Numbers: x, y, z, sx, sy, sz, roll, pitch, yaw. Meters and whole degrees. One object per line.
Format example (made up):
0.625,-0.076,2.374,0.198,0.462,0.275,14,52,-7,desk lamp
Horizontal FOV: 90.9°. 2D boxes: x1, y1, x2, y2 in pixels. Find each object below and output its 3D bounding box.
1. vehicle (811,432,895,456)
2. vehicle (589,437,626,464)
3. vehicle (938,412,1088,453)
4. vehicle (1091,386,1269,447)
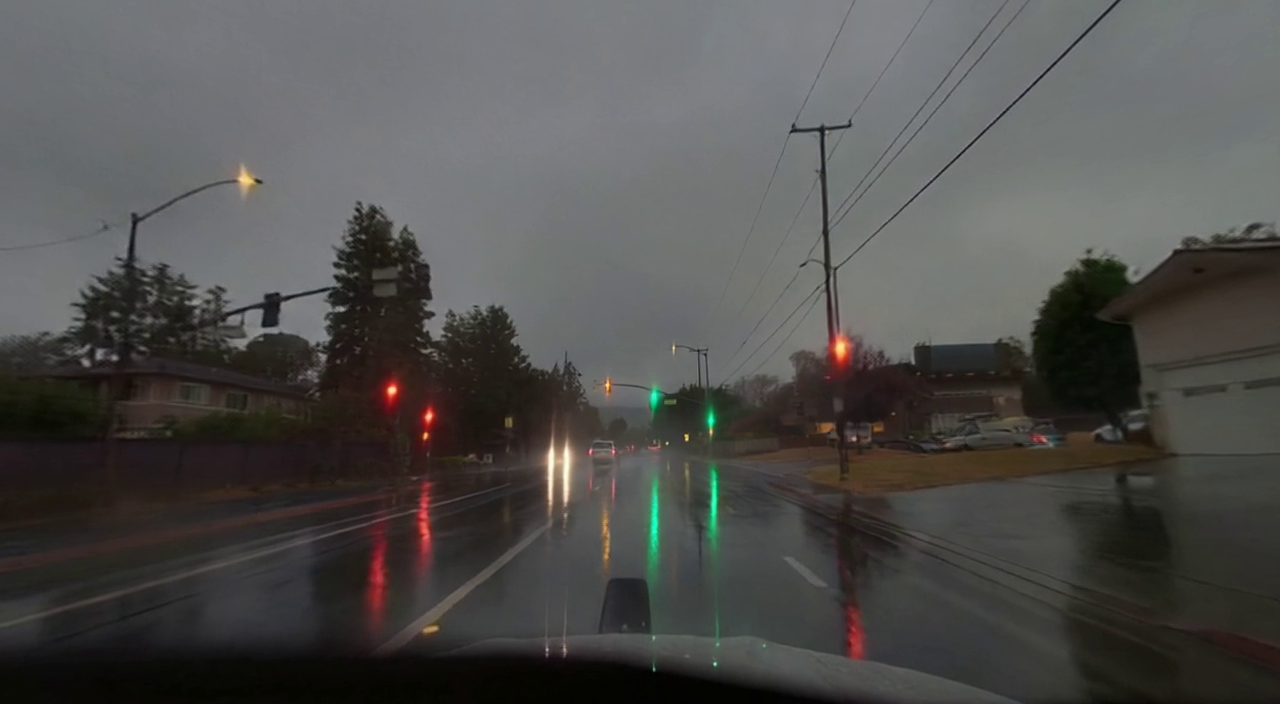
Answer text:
13.639,5.921,40.535,4.665,1.498,1.866,0,-8,-3,vehicle
-2.100,6.518,41.773,2.084,1.701,4.734,0,-8,1,vehicle
19.102,4.169,32.455,6.313,2.043,2.272,0,-8,-3,vehicle
28.528,3.463,33.505,7.116,3.077,2.655,0,-8,-4,vehicle
